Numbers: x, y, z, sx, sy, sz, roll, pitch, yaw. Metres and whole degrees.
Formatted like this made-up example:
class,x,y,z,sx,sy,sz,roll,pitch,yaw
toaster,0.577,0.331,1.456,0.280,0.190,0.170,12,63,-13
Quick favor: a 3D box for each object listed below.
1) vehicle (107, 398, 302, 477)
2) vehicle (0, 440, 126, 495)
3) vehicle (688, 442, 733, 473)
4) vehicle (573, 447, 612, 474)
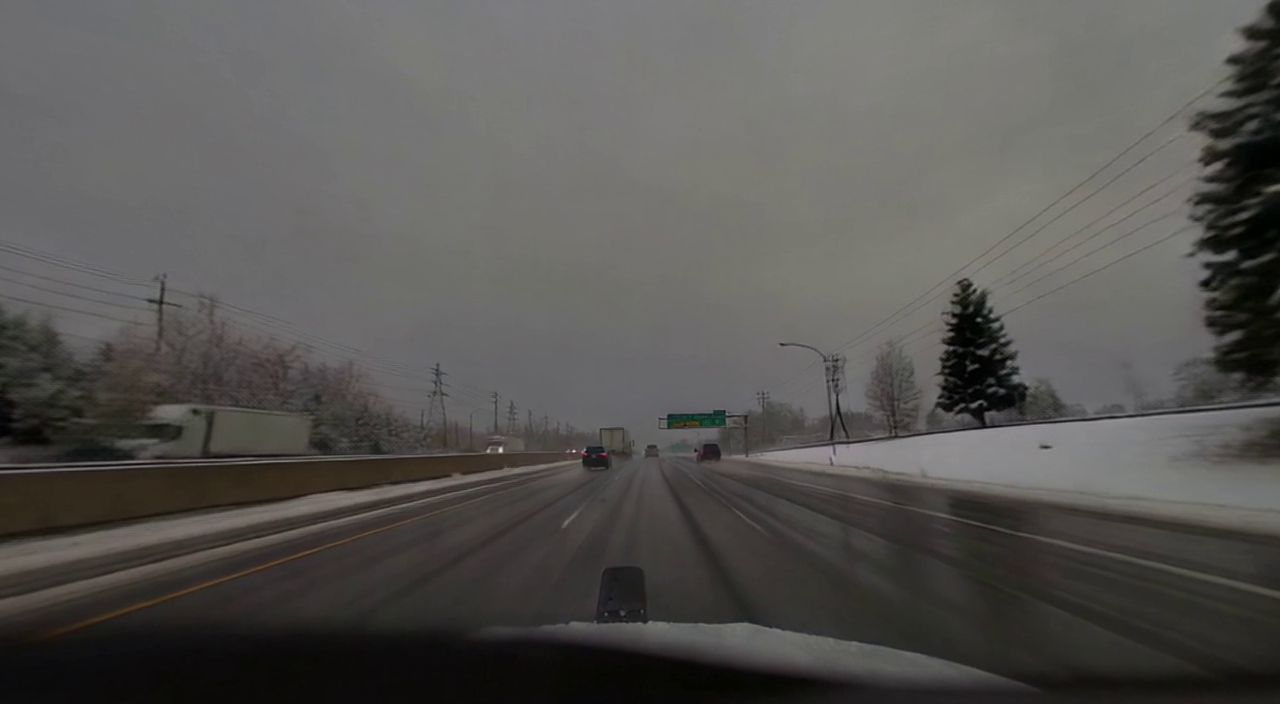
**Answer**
class,x,y,z,sx,sy,sz,roll,pitch,yaw
vehicle,-23.099,4.799,34.633,3.023,3.670,10.527,0,-9,1
vehicle,-18.600,3.476,19.188,1.944,1.513,4.559,0,-9,1
vehicle,4.385,6.666,39.974,2.214,1.799,4.627,0,-9,-1
vehicle,-2.759,6.429,37.445,2.004,1.498,4.043,0,-9,1
